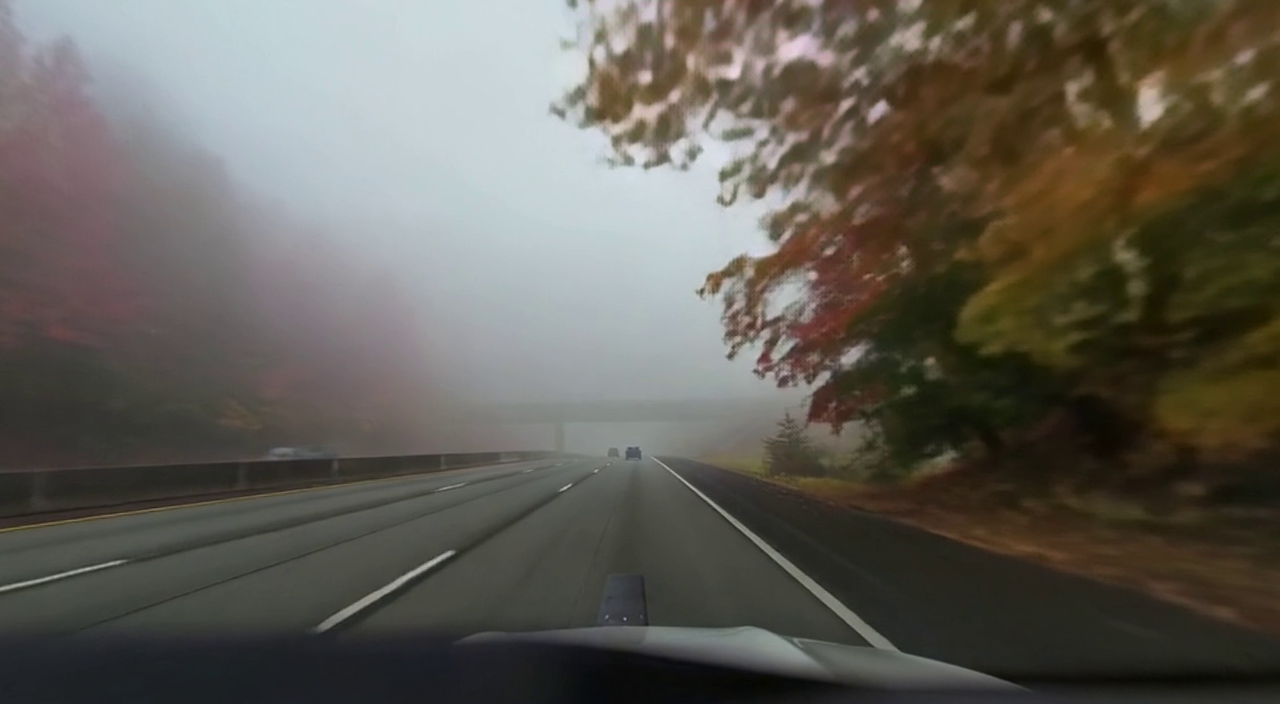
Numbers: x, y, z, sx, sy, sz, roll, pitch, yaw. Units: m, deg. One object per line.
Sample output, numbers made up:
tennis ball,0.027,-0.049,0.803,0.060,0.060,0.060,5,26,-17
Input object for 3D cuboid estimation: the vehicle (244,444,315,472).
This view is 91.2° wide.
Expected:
vehicle,-21.733,6.374,38.020,1.796,1.516,4.315,0,-8,-1
